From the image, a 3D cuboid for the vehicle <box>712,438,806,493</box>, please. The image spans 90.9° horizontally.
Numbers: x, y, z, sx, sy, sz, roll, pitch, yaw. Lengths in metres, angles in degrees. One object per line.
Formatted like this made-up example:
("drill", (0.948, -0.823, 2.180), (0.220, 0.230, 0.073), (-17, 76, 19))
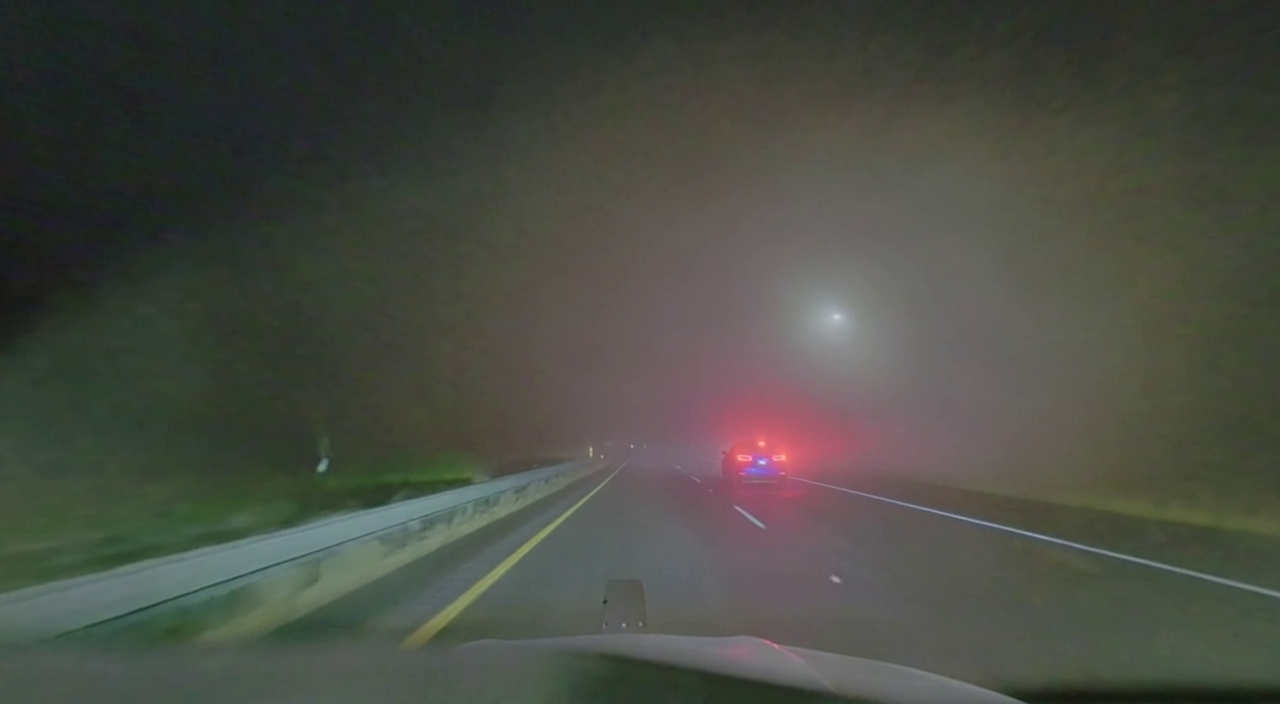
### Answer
("vehicle", (3.464, 3.414, 19.318), (2.003, 1.466, 4.441), (0, -8, 0))
